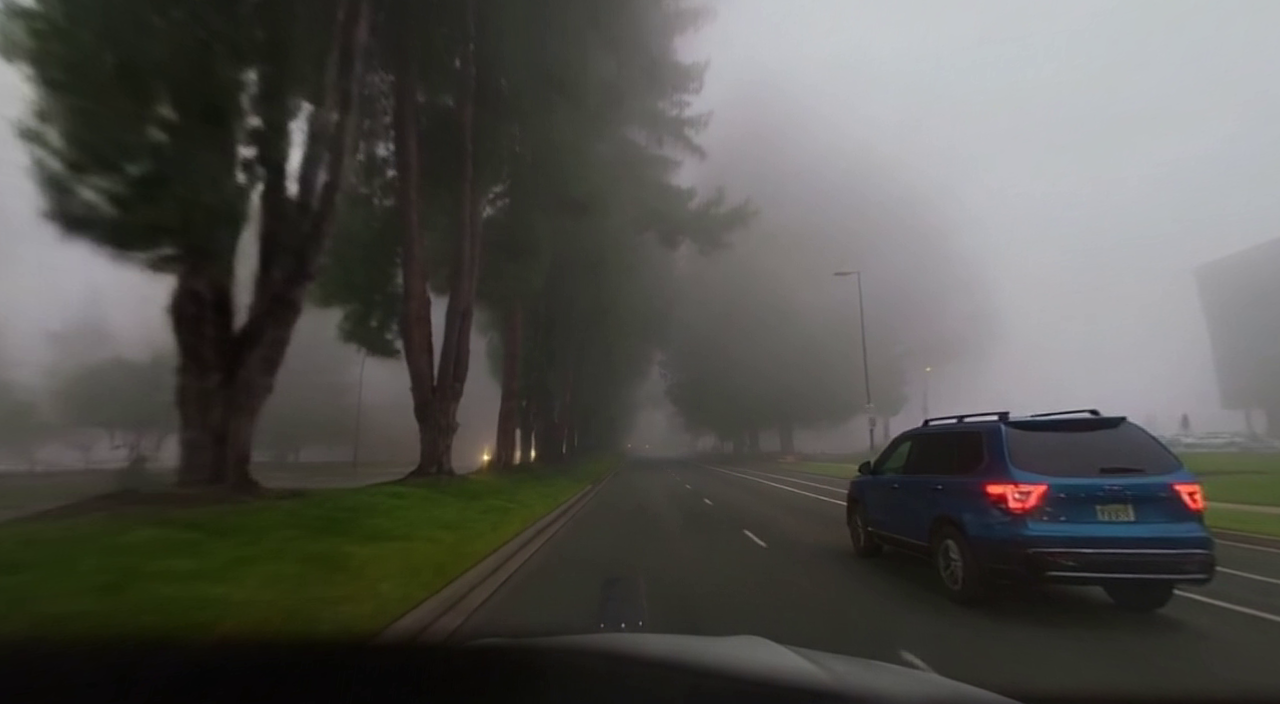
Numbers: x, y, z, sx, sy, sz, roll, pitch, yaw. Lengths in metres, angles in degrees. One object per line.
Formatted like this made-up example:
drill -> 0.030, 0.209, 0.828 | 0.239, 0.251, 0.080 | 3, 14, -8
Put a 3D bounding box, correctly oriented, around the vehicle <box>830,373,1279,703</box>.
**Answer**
vehicle -> 3.612, 1.358, 5.841 | 2.087, 1.759, 5.040 | 0, -8, 0
